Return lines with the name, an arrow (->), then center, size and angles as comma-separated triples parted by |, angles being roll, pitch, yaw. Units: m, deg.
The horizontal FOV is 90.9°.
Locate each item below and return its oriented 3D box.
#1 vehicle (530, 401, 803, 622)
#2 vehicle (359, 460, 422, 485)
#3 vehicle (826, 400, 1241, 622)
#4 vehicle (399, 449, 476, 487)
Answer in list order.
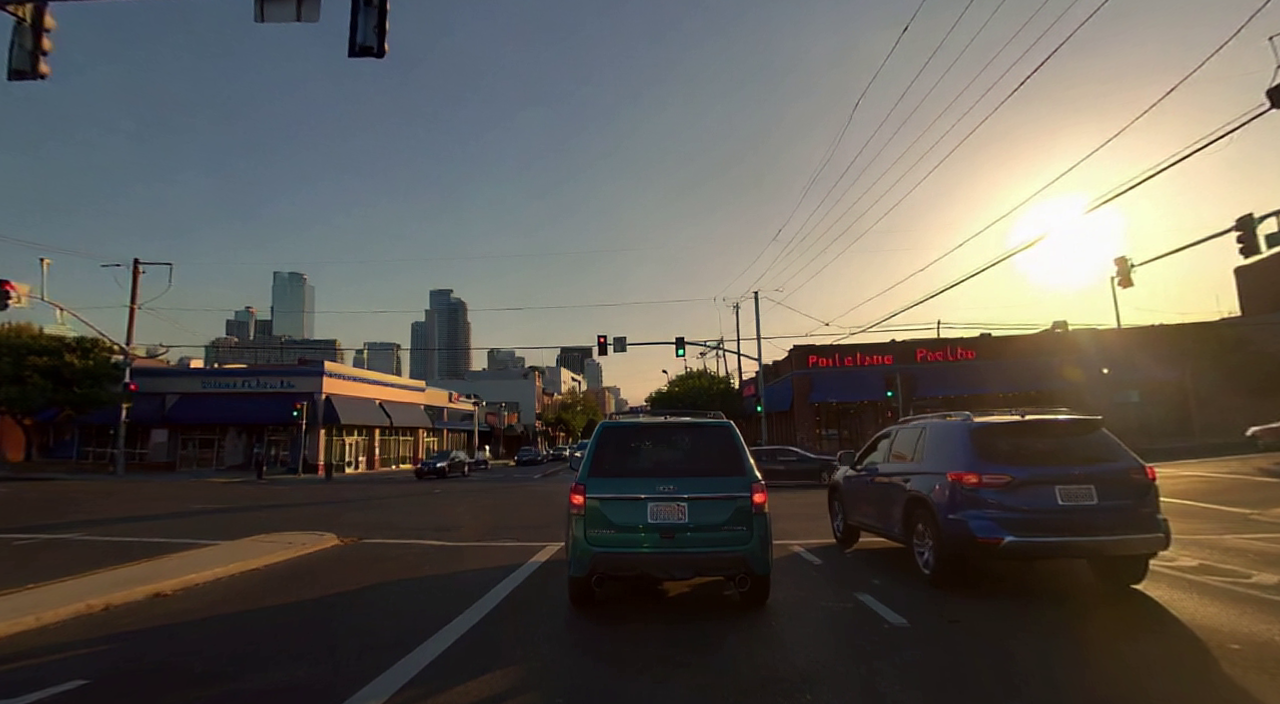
vehicle -> 0.251, 1.513, 6.844 | 2.098, 1.682, 3.778 | 0, -8, 2
vehicle -> -16.271, 7.835, 41.351 | 1.872, 1.433, 4.404 | -1, -8, 7
vehicle -> 3.613, 1.518, 6.967 | 1.976, 1.664, 4.189 | -1, -8, 2
vehicle -> -10.051, 5.761, 31.718 | 2.023, 1.713, 4.451 | -1, -8, 5
